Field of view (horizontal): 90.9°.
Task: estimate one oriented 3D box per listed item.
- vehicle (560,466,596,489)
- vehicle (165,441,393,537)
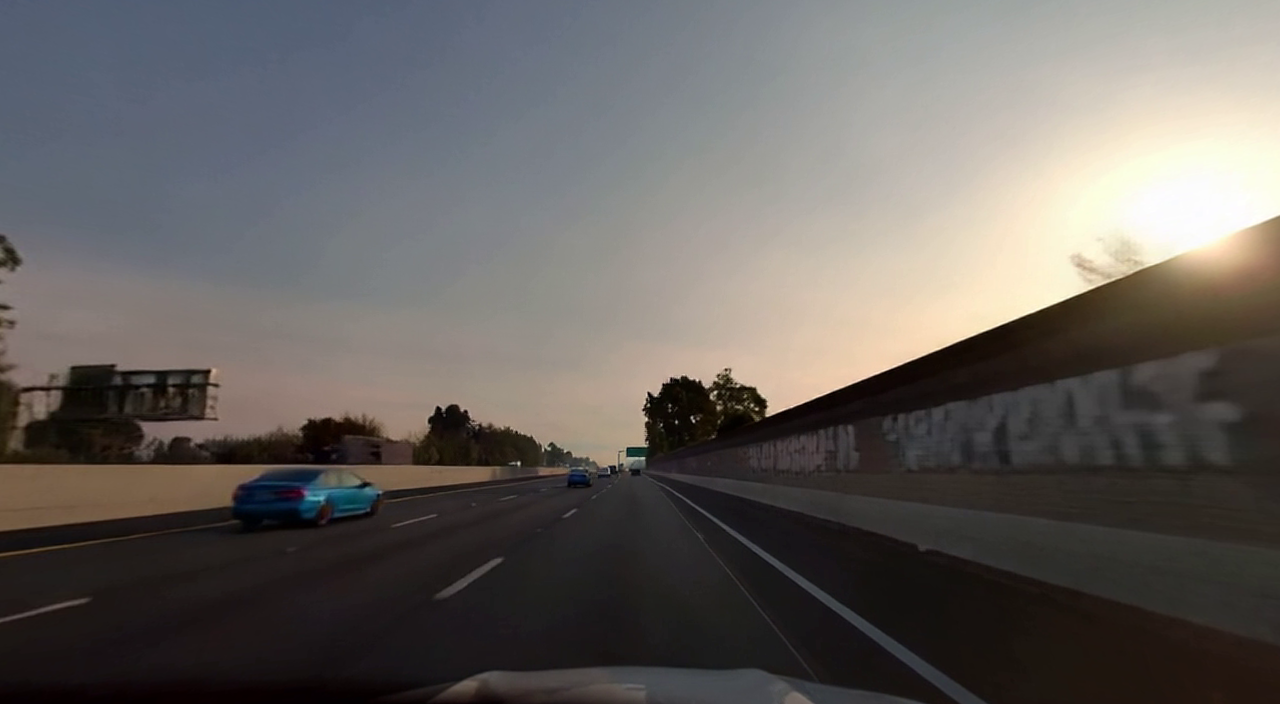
[{"bbox_3d":[-4.064,8.288,41.707,1.941,1.437,3.829,1,-10,0],"label":"vehicle"},{"bbox_3d":[-7.191,2.800,13.276,2.124,1.630,4.416,1,-10,0],"label":"vehicle"}]
